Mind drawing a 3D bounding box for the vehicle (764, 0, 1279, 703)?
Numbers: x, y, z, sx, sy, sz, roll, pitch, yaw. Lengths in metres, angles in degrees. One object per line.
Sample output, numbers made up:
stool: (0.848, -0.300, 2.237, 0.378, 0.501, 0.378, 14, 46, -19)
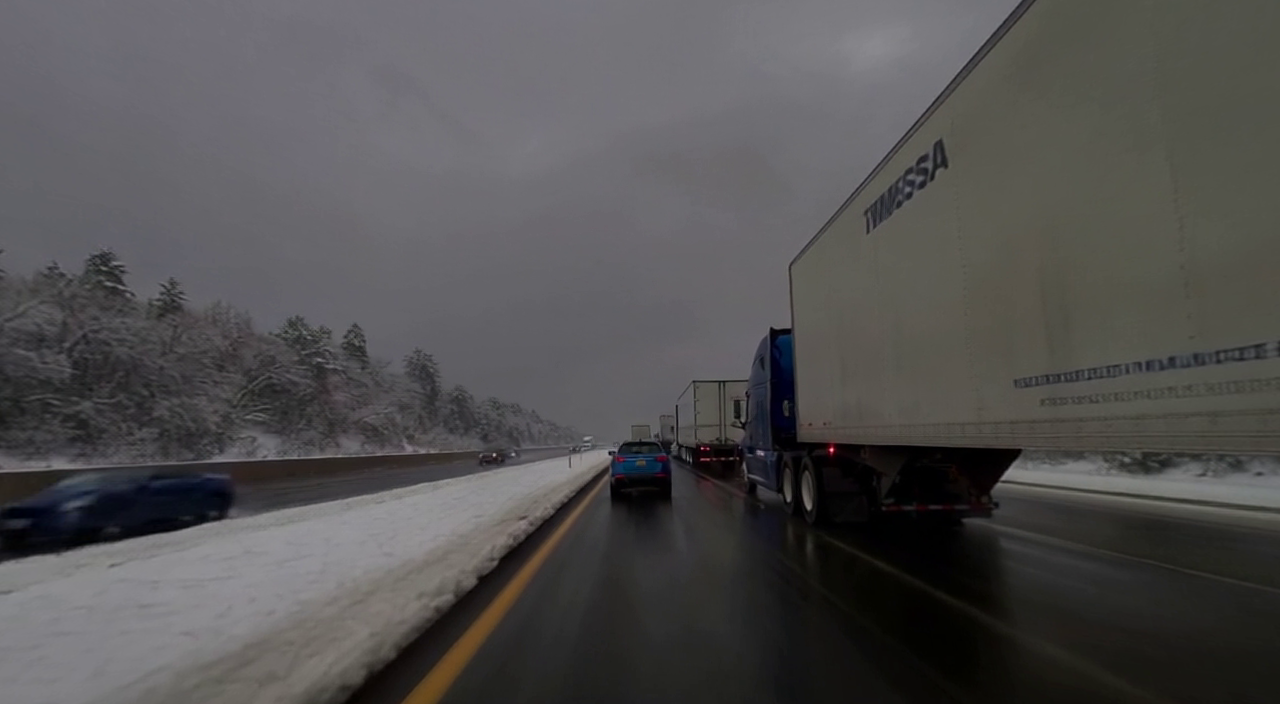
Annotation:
vehicle: (4.353, -0.124, 5.252, 3.410, 4.438, 14.410, 0, -8, -1)

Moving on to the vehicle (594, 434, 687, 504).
vehicle: (-0.018, 2.860, 15.834, 2.045, 1.507, 3.763, -1, -8, -1)

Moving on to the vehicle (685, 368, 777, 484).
vehicle: (3.859, 3.374, 27.941, 3.235, 4.197, 9.908, -2, -8, 6)

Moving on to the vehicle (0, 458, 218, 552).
vehicle: (-11.114, 2.976, 12.909, 1.951, 1.464, 4.370, -1, -8, -1)
